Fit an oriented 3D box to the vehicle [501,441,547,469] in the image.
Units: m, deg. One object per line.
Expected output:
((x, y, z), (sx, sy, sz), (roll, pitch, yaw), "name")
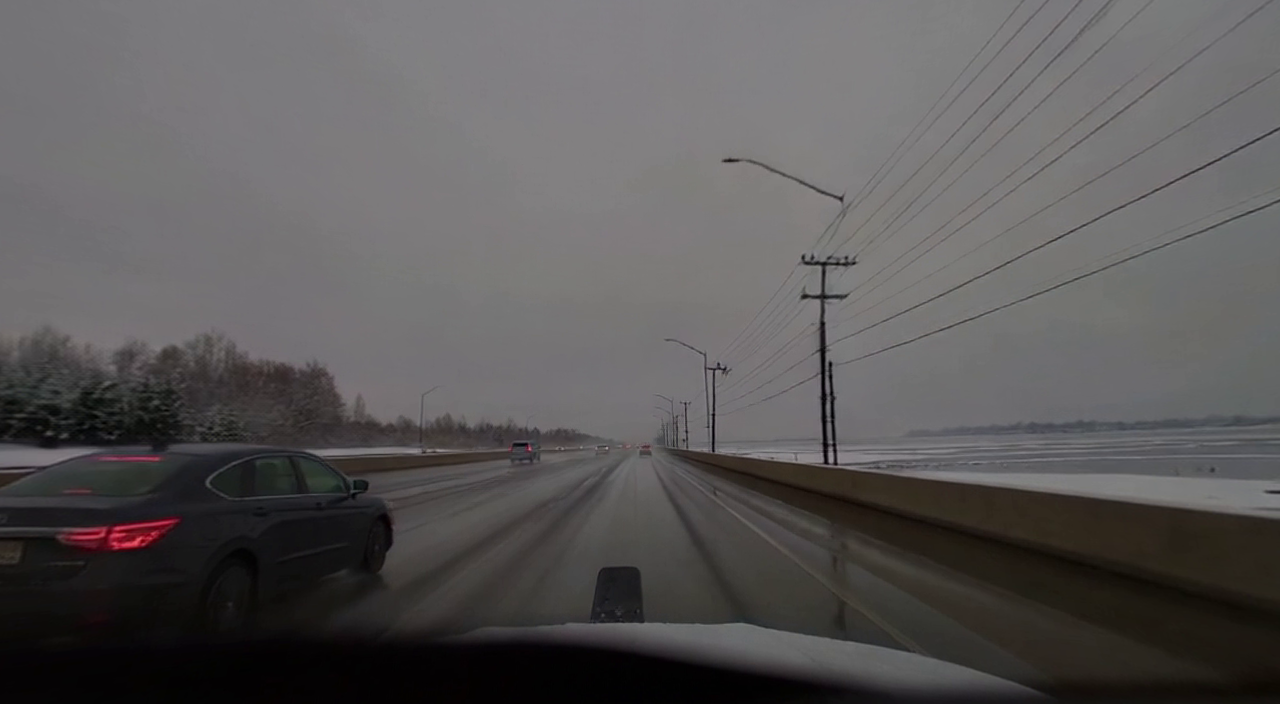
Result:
((-7.382, 6.590, 40.551), (2.050, 1.717, 4.418), (0, -9, 1), "vehicle")

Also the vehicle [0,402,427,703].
((-3.513, 1.316, 5.048), (2.015, 1.501, 4.454), (0, -9, 1), "vehicle")
